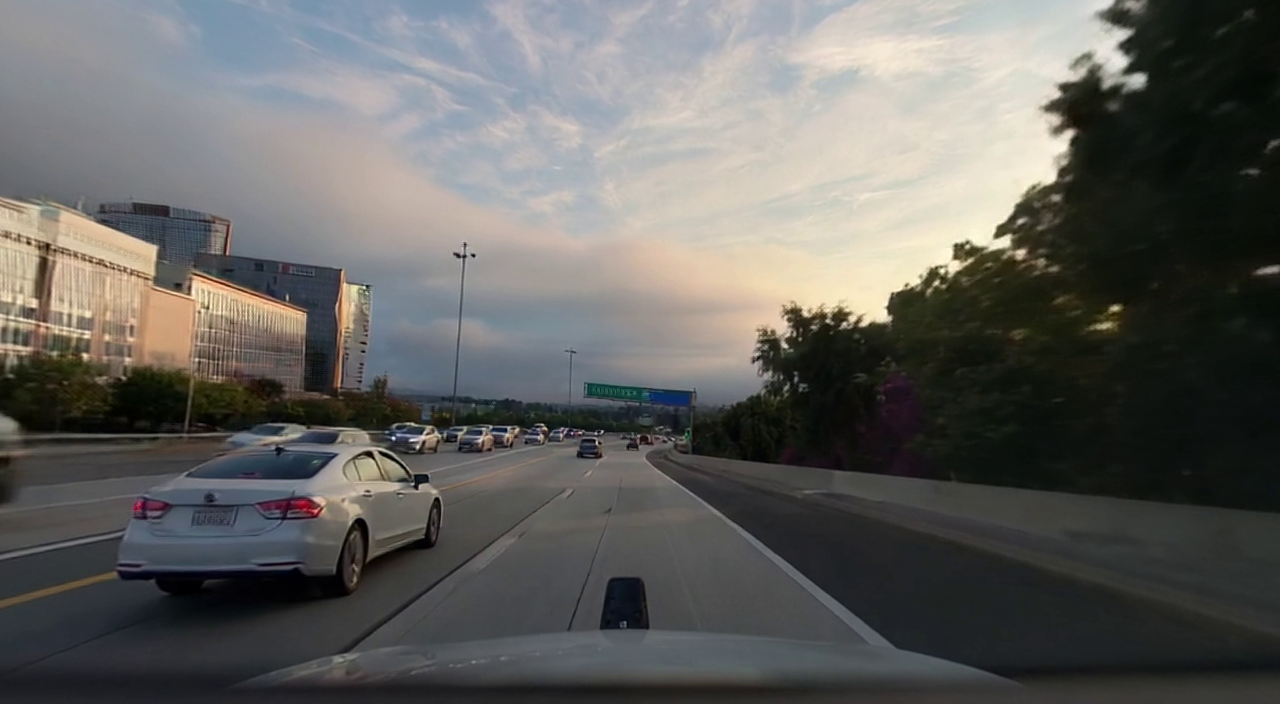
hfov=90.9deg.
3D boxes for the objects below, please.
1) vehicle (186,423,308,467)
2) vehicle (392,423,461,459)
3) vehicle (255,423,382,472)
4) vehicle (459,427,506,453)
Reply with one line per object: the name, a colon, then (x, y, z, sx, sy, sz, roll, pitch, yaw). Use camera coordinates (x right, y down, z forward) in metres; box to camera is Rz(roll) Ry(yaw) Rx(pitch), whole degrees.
vehicle: (-14.720, 3.537, 23.955, 1.906, 1.506, 4.269, 0, -8, 0)
vehicle: (-10.819, 4.585, 32.317, 2.033, 1.662, 4.394, 0, -9, 0)
vehicle: (-10.872, 3.292, 21.769, 1.953, 1.520, 4.549, 0, -9, 0)
vehicle: (-10.644, 6.004, 42.887, 2.016, 1.607, 4.491, 0, -9, 1)
